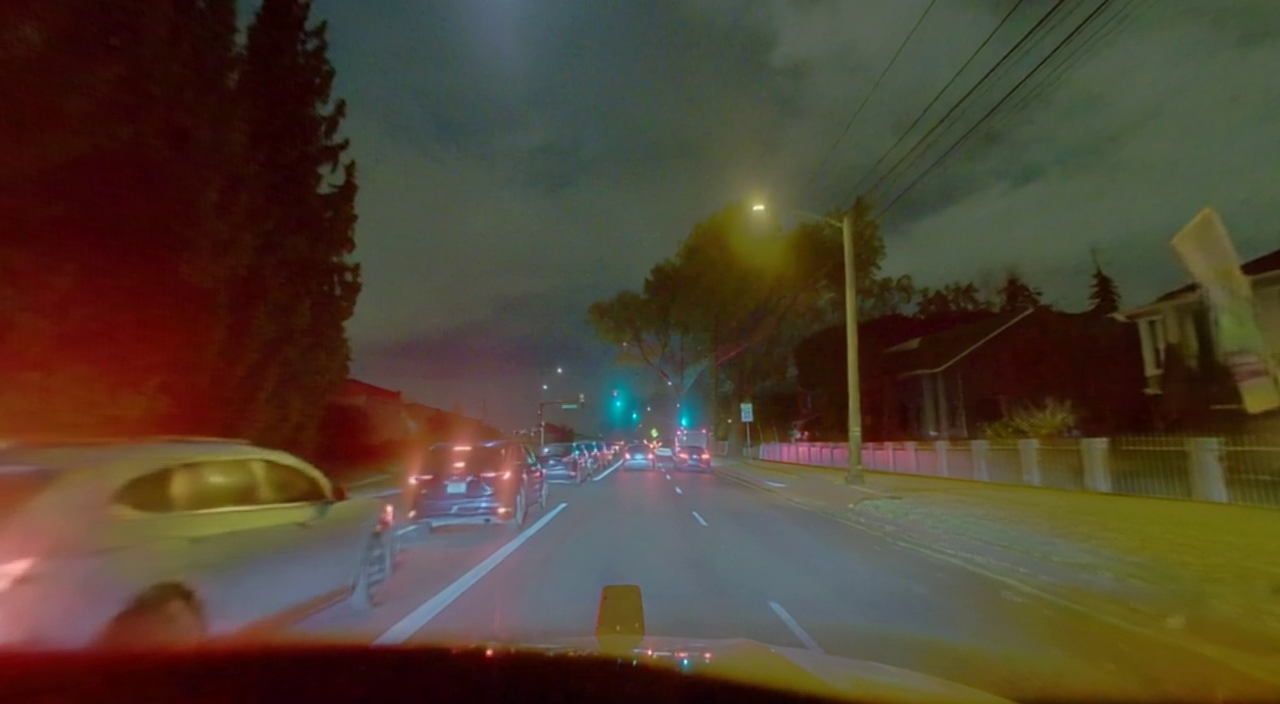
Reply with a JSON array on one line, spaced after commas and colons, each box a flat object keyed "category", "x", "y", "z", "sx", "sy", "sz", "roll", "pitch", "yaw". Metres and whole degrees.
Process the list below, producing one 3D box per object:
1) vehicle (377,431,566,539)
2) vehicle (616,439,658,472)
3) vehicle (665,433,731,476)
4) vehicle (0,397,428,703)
[{"category": "vehicle", "x": -2.650, "y": 2.218, "z": 11.234, "sx": 2.081, "sy": 1.488, "sz": 4.566, "roll": 0, "pitch": -9, "yaw": 0}, {"category": "vehicle", "x": -0.170, "y": 5.054, "z": 31.017, "sx": 1.927, "sy": 1.453, "sz": 3.848, "roll": 0, "pitch": -9, "yaw": 0}, {"category": "vehicle", "x": 2.352, "y": 4.338, "z": 26.923, "sx": 2.258, "sy": 1.682, "sz": 4.635, "roll": 0, "pitch": -9, "yaw": -1}, {"category": "vehicle", "x": -3.008, "y": 1.139, "z": 3.659, "sx": 1.970, "sy": 1.477, "sz": 4.380, "roll": 0, "pitch": -9, "yaw": 1}]
